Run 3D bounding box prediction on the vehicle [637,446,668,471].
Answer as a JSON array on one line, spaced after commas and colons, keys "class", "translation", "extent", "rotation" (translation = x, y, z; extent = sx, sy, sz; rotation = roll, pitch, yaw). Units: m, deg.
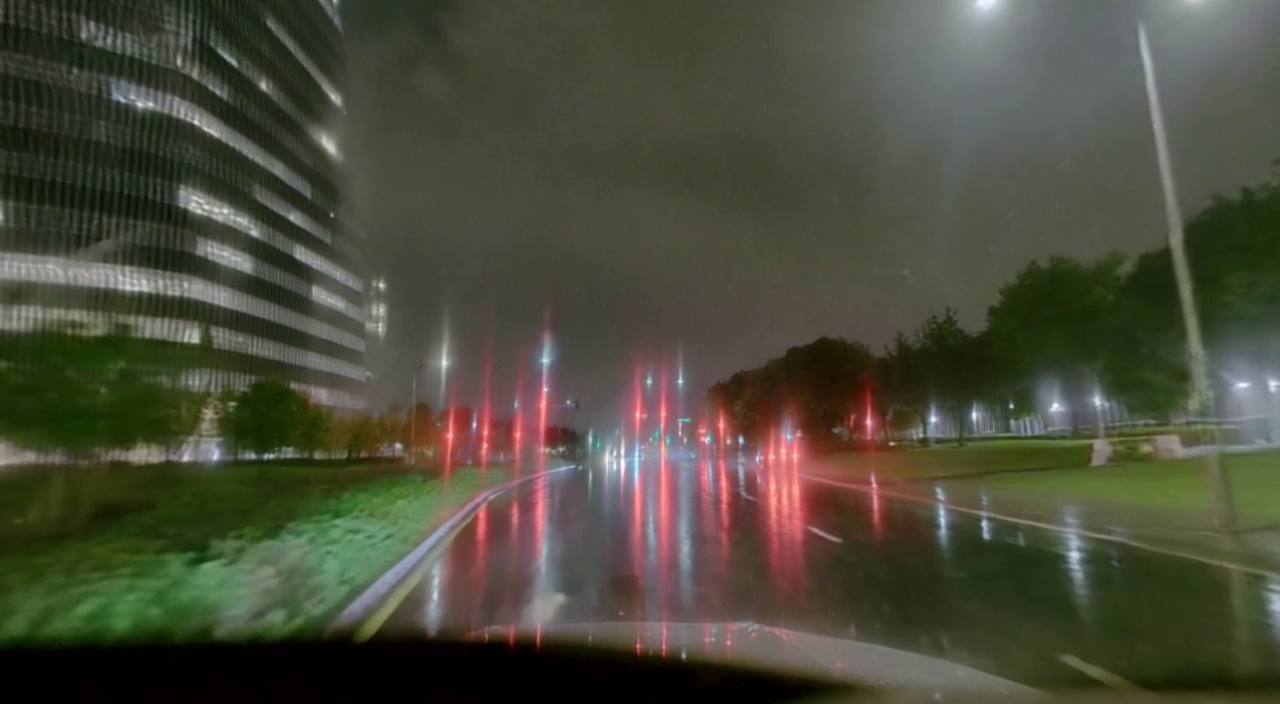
[{"class": "vehicle", "translation": [0.916, 7.720, 45.917], "extent": [2.092, 1.660, 4.319], "rotation": [0, -8, 1]}]
